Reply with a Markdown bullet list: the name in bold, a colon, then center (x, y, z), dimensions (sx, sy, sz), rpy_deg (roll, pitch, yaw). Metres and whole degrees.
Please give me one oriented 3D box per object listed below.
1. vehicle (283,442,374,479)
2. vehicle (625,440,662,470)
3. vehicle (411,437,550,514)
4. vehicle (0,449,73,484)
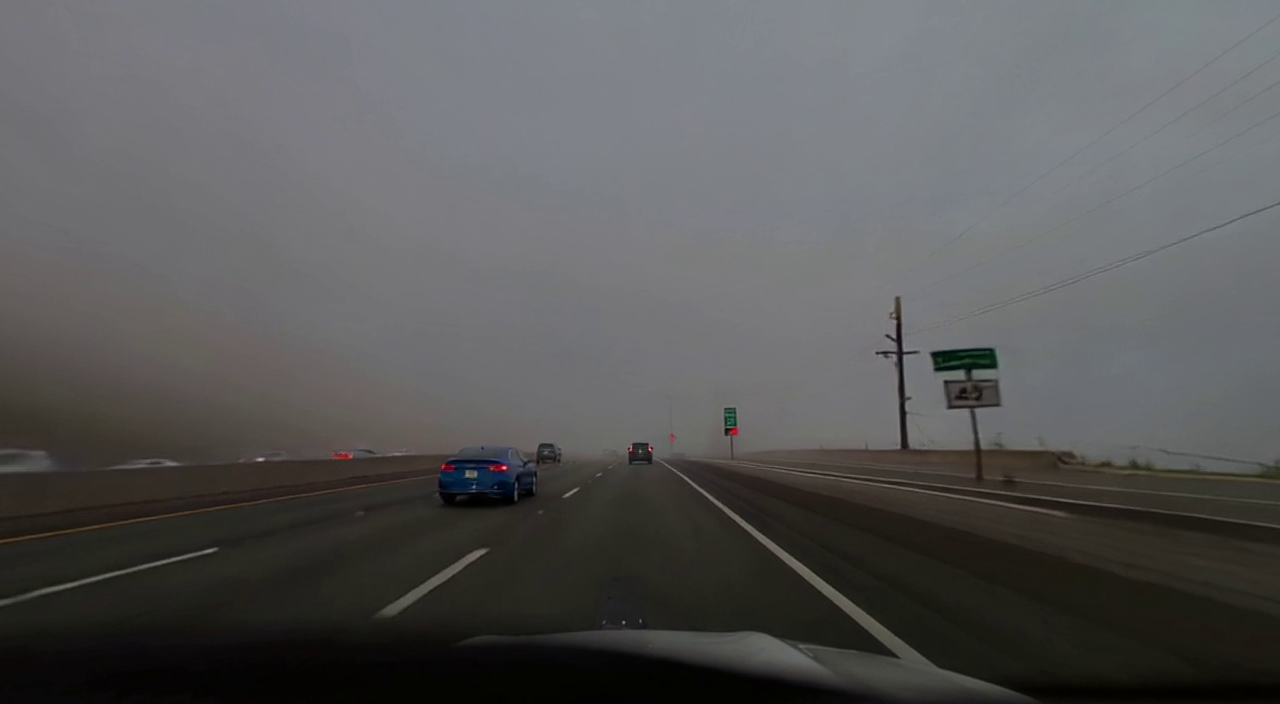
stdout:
- **vehicle**: center (-14.420, 5.025, 29.506), dimensions (2.047, 1.608, 4.257), rpy_deg (0, -8, 1)
- **vehicle**: center (0.167, 6.410, 39.546), dimensions (2.194, 1.737, 4.127), rpy_deg (0, -8, 0)
- **vehicle**: center (-3.551, 2.843, 15.096), dimensions (1.967, 1.517, 4.808), rpy_deg (0, -8, 1)
- **vehicle**: center (-28.885, 5.178, 28.655), dimensions (2.063, 1.511, 4.471), rpy_deg (0, -8, 0)
